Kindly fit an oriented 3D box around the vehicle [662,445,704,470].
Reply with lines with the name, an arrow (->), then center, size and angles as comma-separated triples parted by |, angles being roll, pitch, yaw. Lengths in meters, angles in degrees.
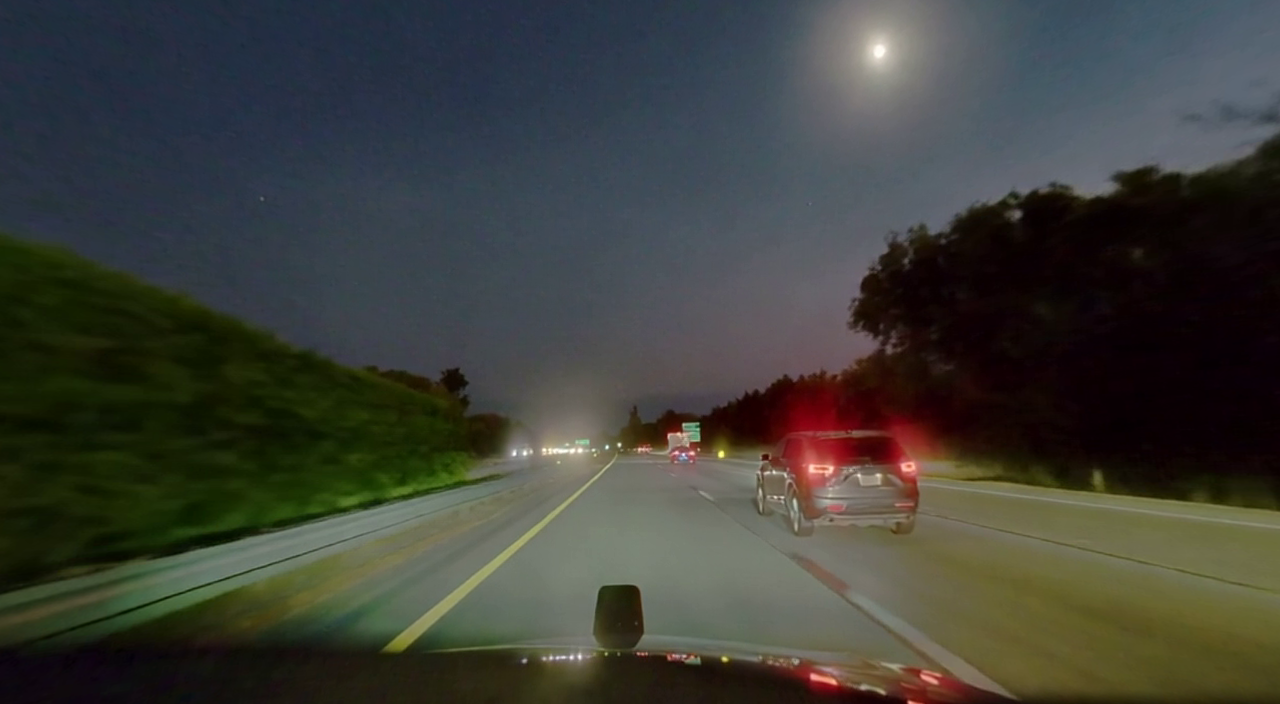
vehicle -> 2.732, 6.807, 40.734 | 2.244, 1.498, 4.338 | 0, -9, -2
